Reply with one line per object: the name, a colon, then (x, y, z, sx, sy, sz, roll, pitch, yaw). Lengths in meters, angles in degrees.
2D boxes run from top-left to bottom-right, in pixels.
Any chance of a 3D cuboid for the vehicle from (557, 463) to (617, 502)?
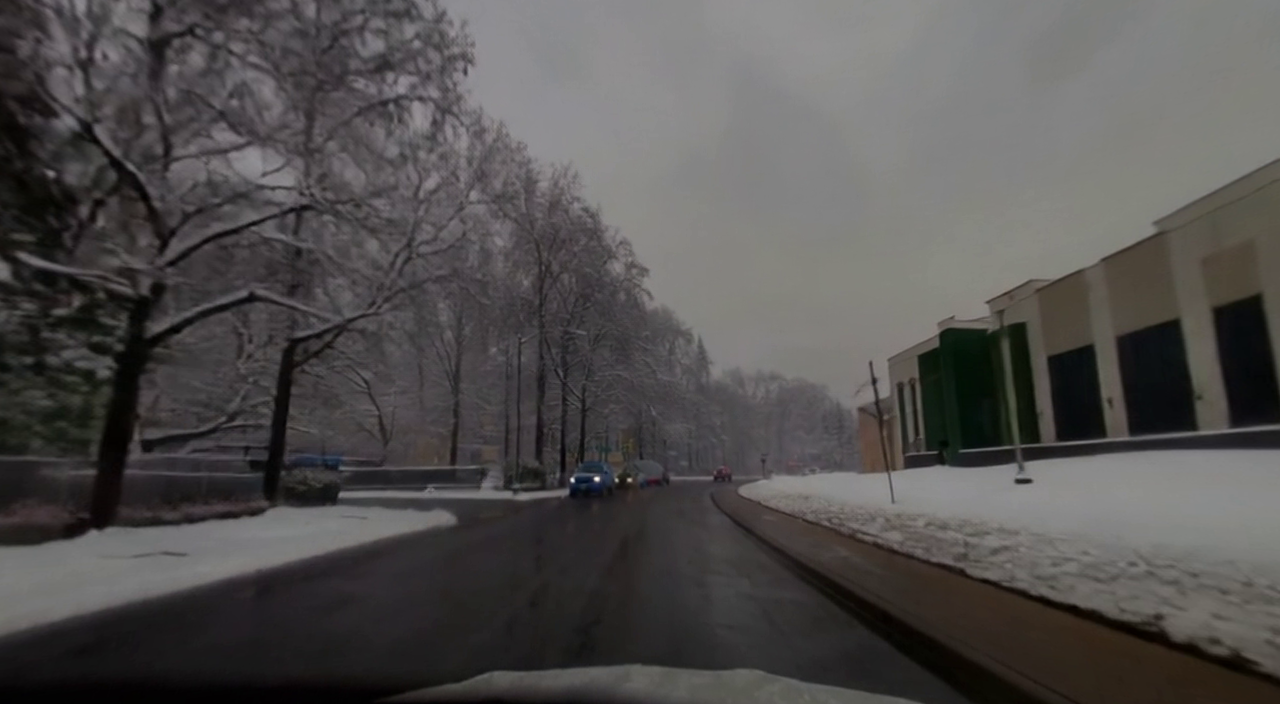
vehicle: (-2.649, 6.690, 32.564, 2.022, 1.776, 4.625, -2, -10, 9)
